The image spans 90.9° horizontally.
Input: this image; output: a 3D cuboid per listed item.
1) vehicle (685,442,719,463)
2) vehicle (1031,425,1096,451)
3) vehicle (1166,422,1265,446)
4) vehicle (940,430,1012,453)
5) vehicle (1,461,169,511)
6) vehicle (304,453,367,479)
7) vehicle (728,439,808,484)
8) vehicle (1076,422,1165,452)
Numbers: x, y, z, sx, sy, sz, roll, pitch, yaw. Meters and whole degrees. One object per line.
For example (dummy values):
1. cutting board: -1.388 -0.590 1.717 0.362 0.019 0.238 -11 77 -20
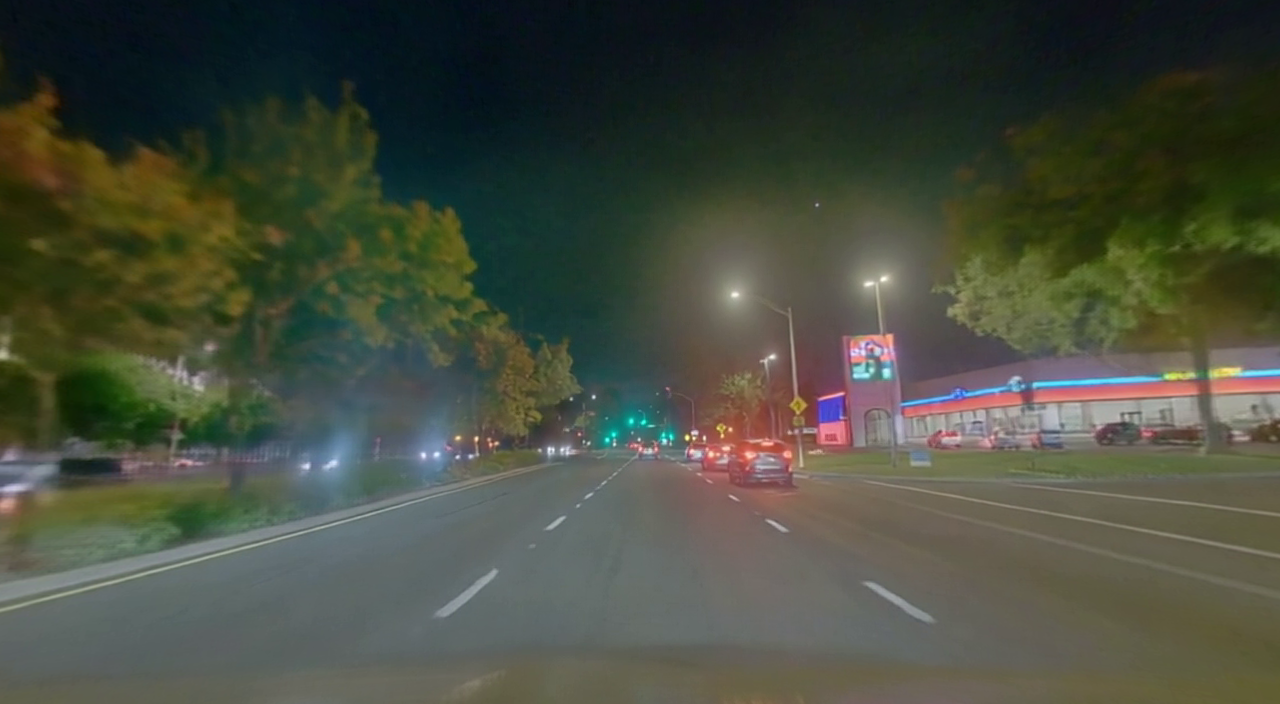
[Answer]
1. vehicle: 4.548 7.442 46.762 1.939 1.474 4.716 0 -8 -1
2. vehicle: 29.406 5.980 43.770 3.978 1.515 1.859 -1 -8 -27
3. vehicle: 39.392 5.664 43.234 2.342 1.427 4.442 3 -9 -35
4. vehicle: 23.967 6.434 45.086 1.837 1.536 4.036 6 -11 -37
5. vehicle: -20.264 4.870 23.392 1.891 1.498 4.815 0 -8 -1
6. vehicle: -20.615 7.692 42.910 1.936 1.603 4.714 0 -8 0
7. vehicle: 4.461 3.873 22.607 1.913 1.463 4.198 0 -8 -1
8. vehicle: 29.265 5.166 38.624 1.811 1.664 5.065 -3 -7 6
